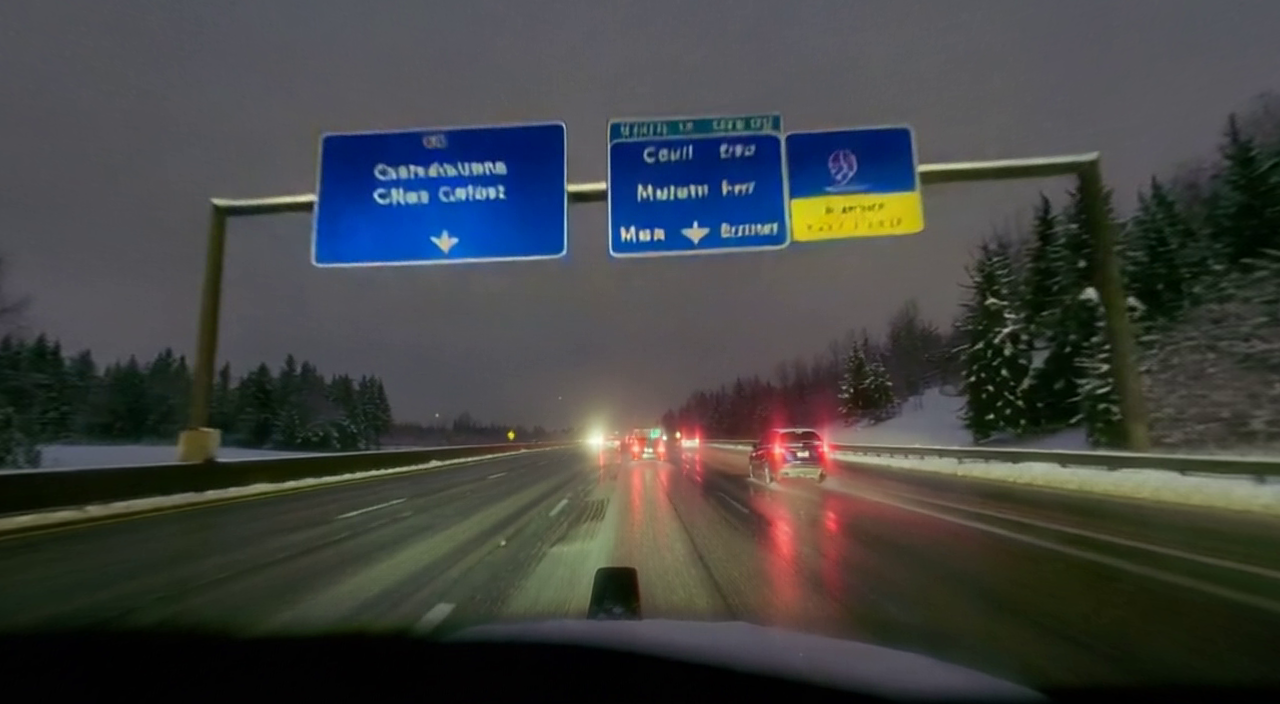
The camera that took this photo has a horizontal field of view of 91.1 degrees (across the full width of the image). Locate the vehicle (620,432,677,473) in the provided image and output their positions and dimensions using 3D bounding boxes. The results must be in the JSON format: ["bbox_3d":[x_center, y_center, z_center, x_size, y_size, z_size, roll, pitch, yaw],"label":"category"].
[{"bbox_3d":[0.266,3.833,24.290,2.046,1.467,3.844,0,-8,-1],"label":"vehicle"}]
